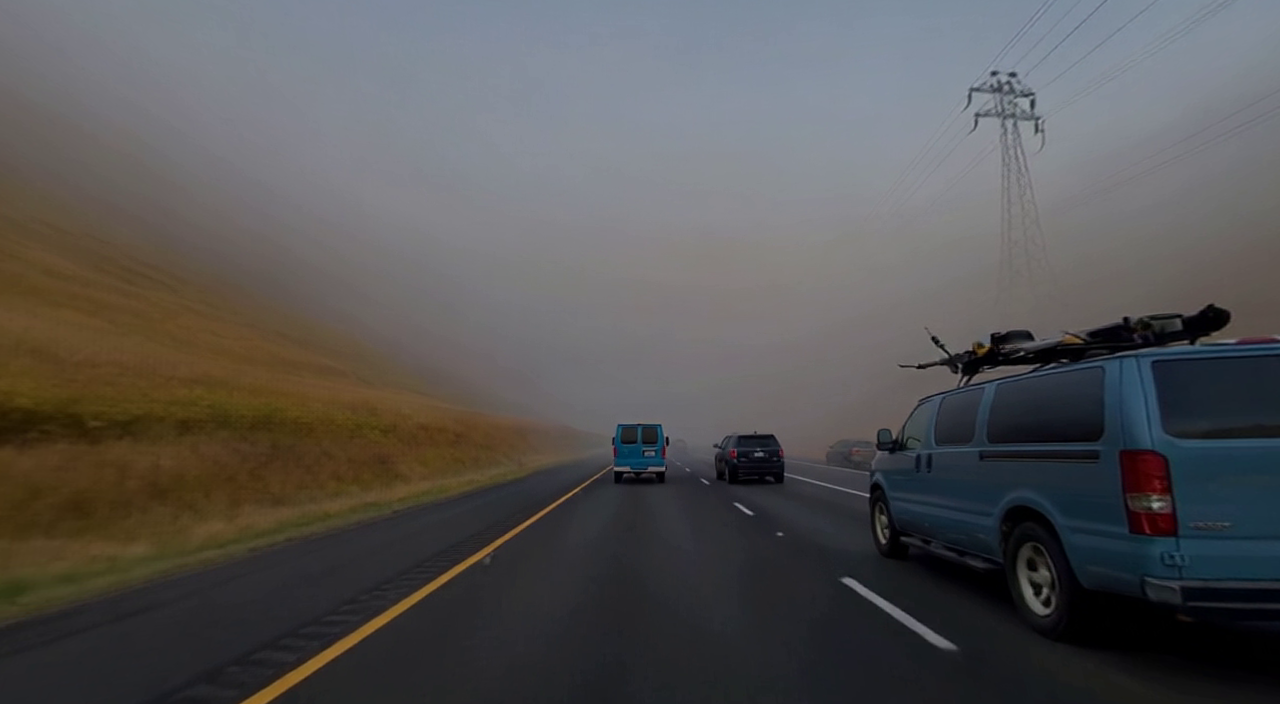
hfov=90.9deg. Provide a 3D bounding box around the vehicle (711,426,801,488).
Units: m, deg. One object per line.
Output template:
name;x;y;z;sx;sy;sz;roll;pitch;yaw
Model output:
vehicle;3.708;3.454;21.016;2.139;1.821;4.480;0;-8;0

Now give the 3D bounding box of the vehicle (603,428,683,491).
vehicle;0.107;3.422;20.356;2.268;1.772;4.523;0;-8;0

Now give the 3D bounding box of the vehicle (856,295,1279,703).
vehicle;3.894;1.026;4.487;2.691;1.901;5.744;0;-8;0
